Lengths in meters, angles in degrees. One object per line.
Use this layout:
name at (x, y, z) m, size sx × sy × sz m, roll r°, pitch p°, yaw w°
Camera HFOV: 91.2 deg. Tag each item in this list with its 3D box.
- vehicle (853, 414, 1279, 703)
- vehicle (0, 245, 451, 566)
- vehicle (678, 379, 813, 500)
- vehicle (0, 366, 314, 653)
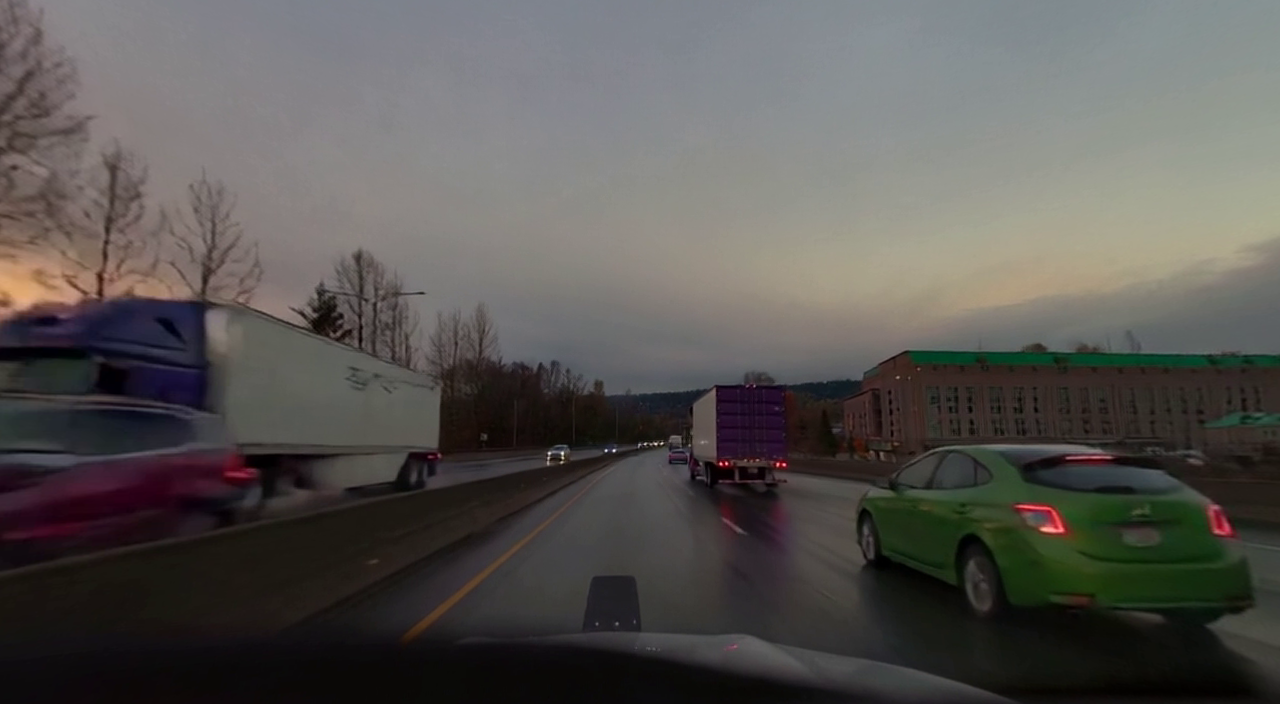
vehicle at (3.532, 1.420, 5.361) m, size 1.971 × 1.558 × 3.834 m, roll 0°, pitch -9°, yaw -1°
vehicle at (-8.751, 1.828, 15.681) m, size 2.954 × 4.061 × 15.604 m, roll -1°, pitch -9°, yaw 1°
vehicle at (3.546, 3.691, 25.828) m, size 2.916 × 3.563 × 14.462 m, roll 0°, pitch -9°, yaw -1°
vehicle at (-5.058, 1.215, 5.310) m, size 2.038 × 1.801 × 4.594 m, roll -1°, pitch -9°, yaw 1°
